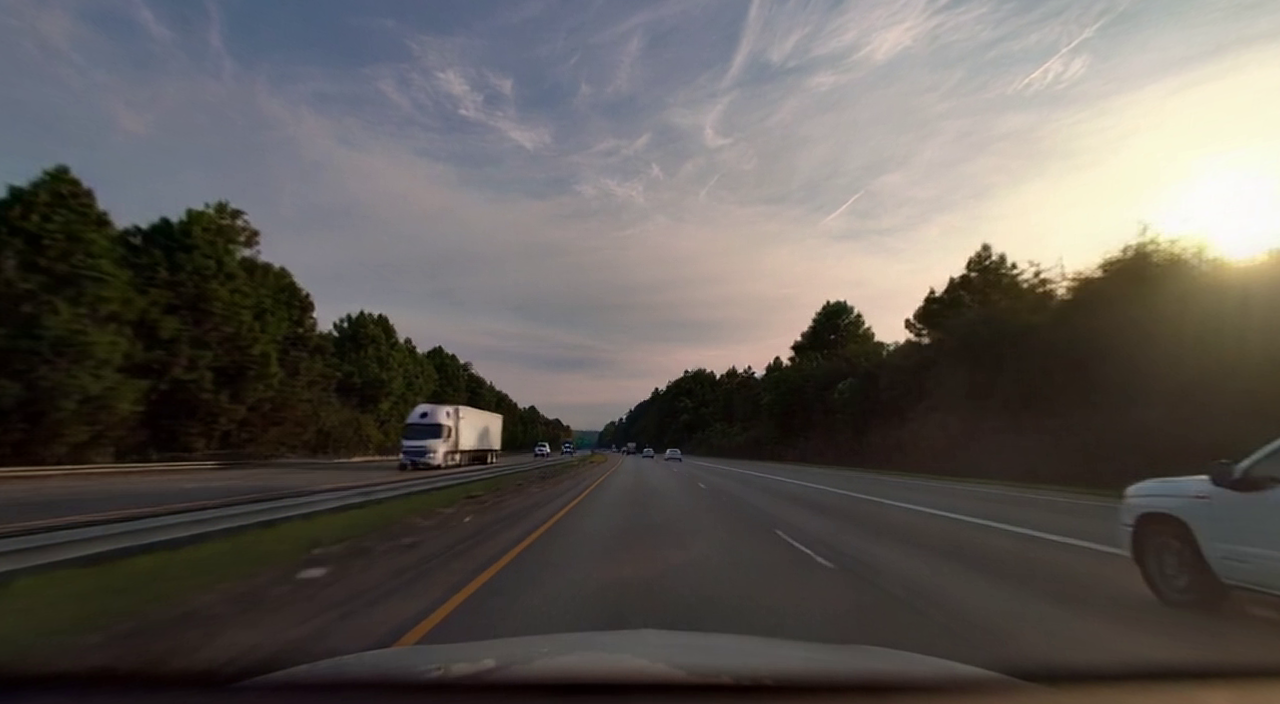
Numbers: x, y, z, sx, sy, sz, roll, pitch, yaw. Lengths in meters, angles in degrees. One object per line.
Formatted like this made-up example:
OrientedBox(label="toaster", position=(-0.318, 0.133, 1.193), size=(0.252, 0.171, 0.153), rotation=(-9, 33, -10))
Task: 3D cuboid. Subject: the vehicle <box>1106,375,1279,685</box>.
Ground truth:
OrientedBox(label="vehicle", position=(4.425, 0.802, 2.363), size=(1.933, 1.663, 4.440), rotation=(0, -9, 0))
